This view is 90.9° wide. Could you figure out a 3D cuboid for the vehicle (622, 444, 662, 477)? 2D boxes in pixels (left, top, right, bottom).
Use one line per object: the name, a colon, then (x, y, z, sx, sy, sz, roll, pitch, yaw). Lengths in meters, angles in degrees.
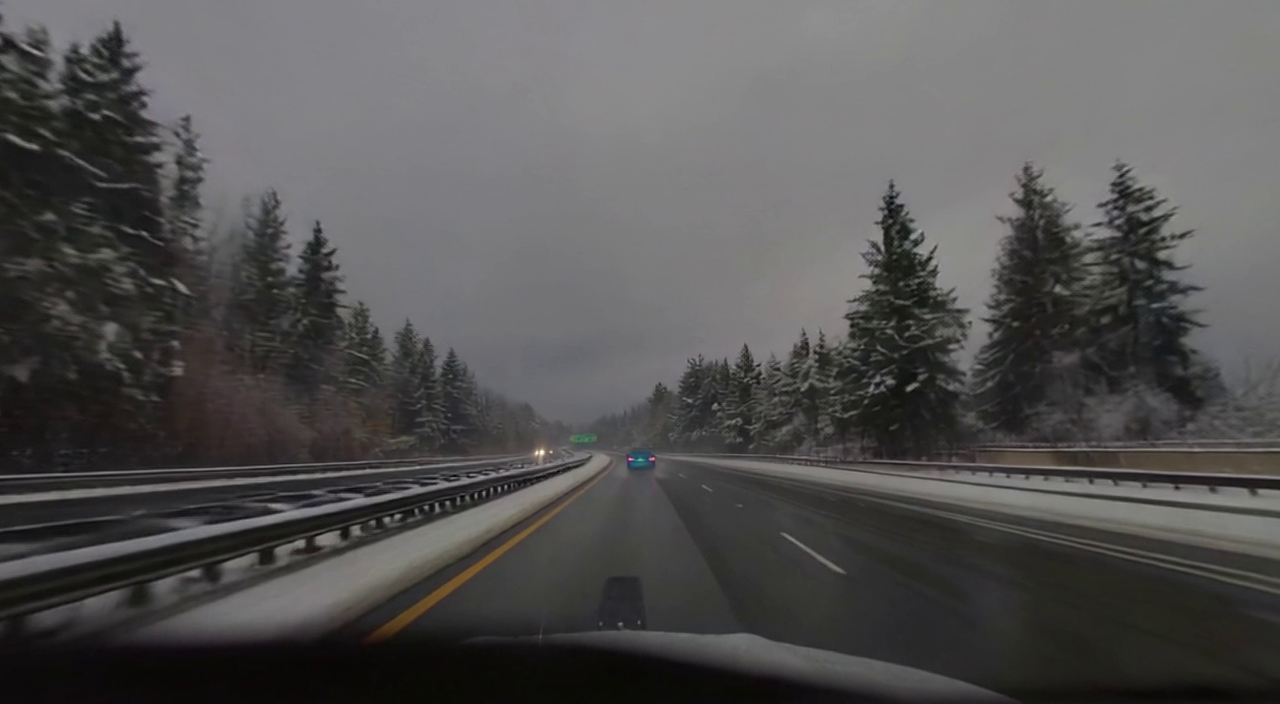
vehicle: (0.068, 5.768, 33.656, 1.987, 1.658, 3.620, 0, -9, -1)
